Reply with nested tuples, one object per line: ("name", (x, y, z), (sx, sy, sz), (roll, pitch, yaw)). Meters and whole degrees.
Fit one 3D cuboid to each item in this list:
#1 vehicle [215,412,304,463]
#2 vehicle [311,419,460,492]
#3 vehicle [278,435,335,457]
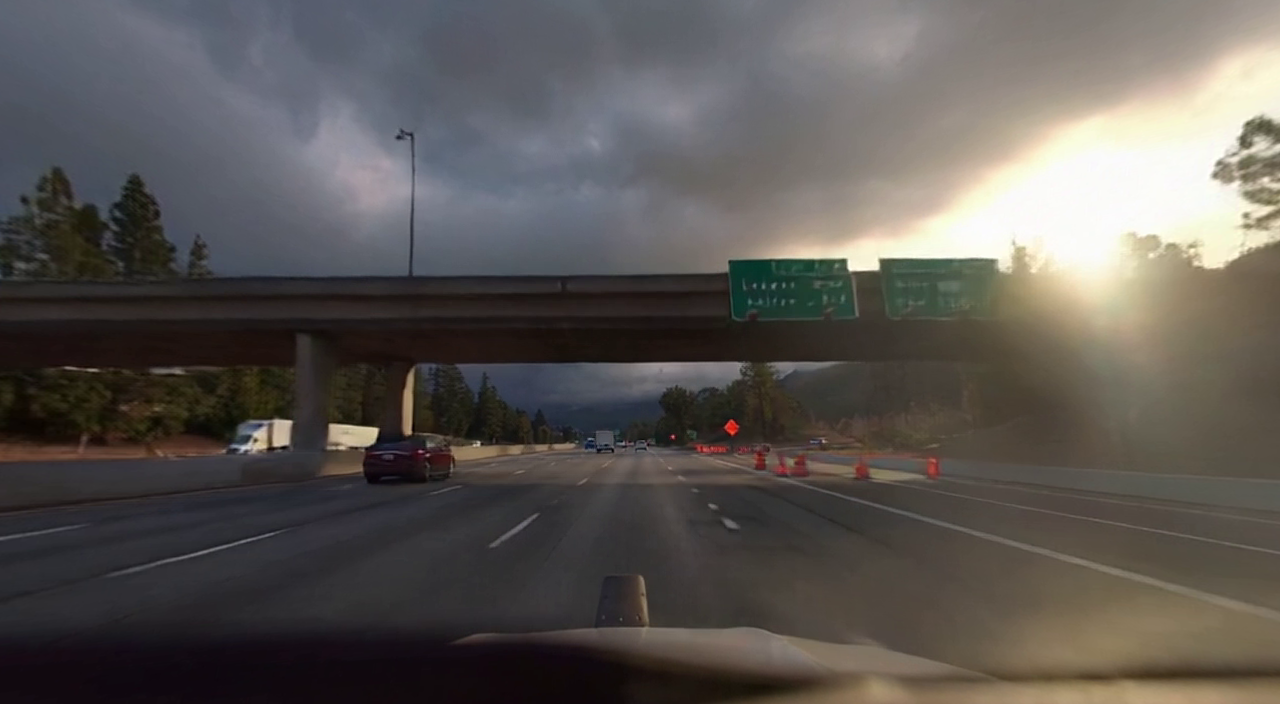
("vehicle", (-29.896, 6.776, 49.814), (3.023, 3.710, 5.853), (0, -8, 3))
("vehicle", (-7.014, 2.917, 18.086), (2.103, 1.775, 4.966), (0, -8, 1))
("vehicle", (-25.670, 7.301, 48.620), (1.832, 1.611, 4.353), (0, -9, 3))
